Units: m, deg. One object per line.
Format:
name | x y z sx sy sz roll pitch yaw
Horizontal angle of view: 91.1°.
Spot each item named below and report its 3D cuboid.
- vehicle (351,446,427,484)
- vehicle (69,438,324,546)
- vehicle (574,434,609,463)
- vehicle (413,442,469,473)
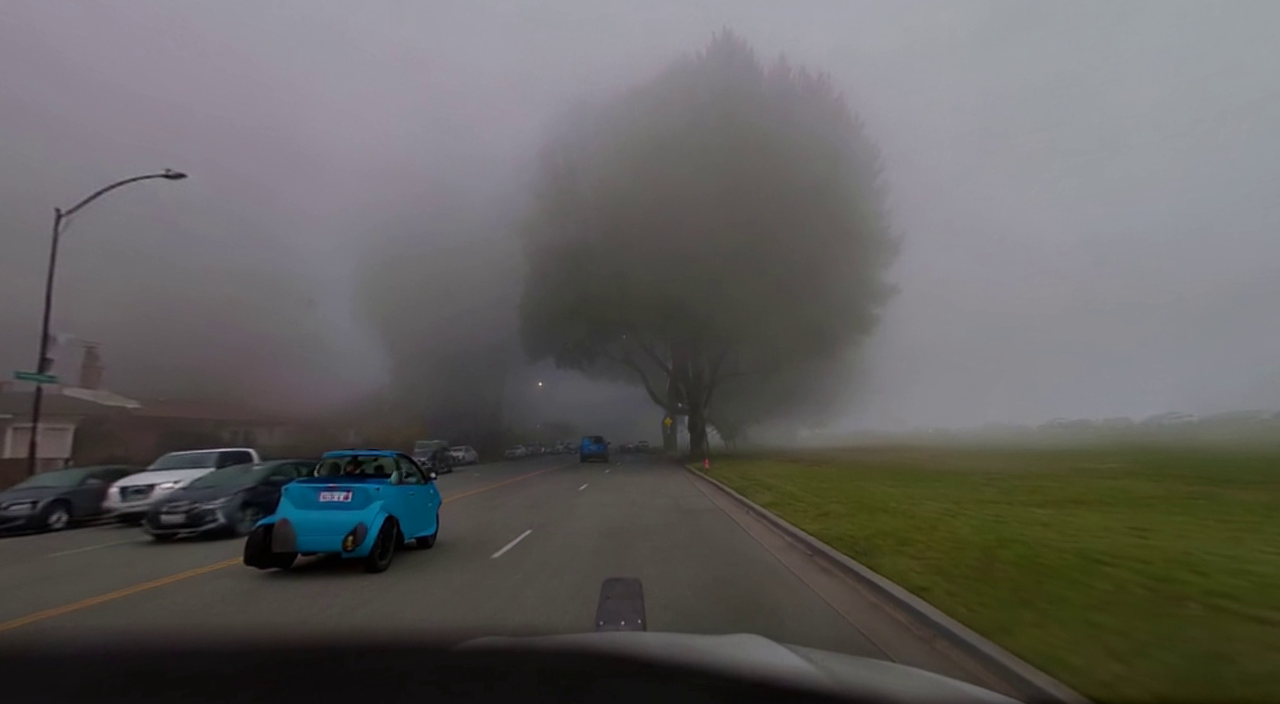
vehicle | -12.441 5.593 31.481 2.106 1.701 4.629 0 -8 -4
vehicle | -9.174 2.868 13.687 2.019 1.907 4.697 0 -9 1
vehicle | -3.112 6.313 41.168 1.908 1.809 4.230 0 -8 1
vehicle | -12.390 6.594 39.431 2.066 1.785 4.608 0 -9 0
